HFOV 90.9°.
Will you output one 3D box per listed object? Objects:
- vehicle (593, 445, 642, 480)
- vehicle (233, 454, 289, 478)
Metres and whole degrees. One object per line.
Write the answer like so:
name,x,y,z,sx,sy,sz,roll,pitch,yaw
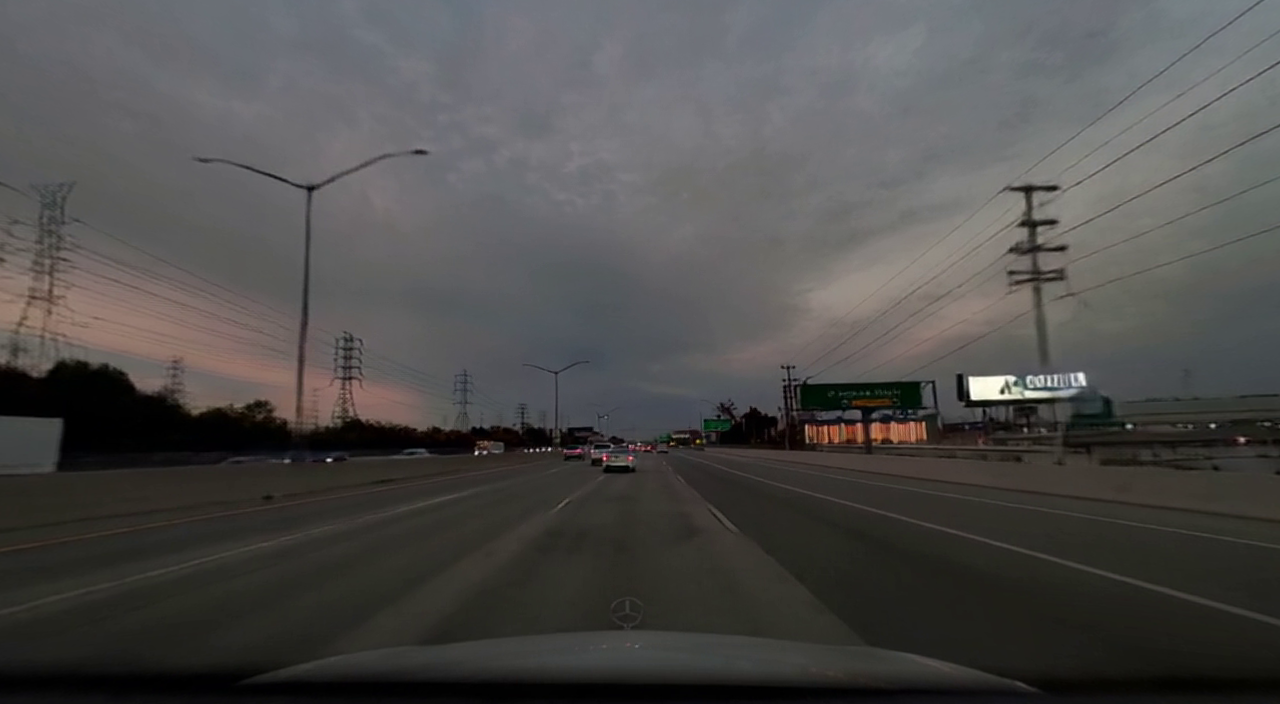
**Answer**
vehicle,-0.922,4.925,28.411,1.891,1.444,3.968,0,-8,2
vehicle,-23.549,7.079,39.291,1.465,1.347,3.309,0,-8,0
